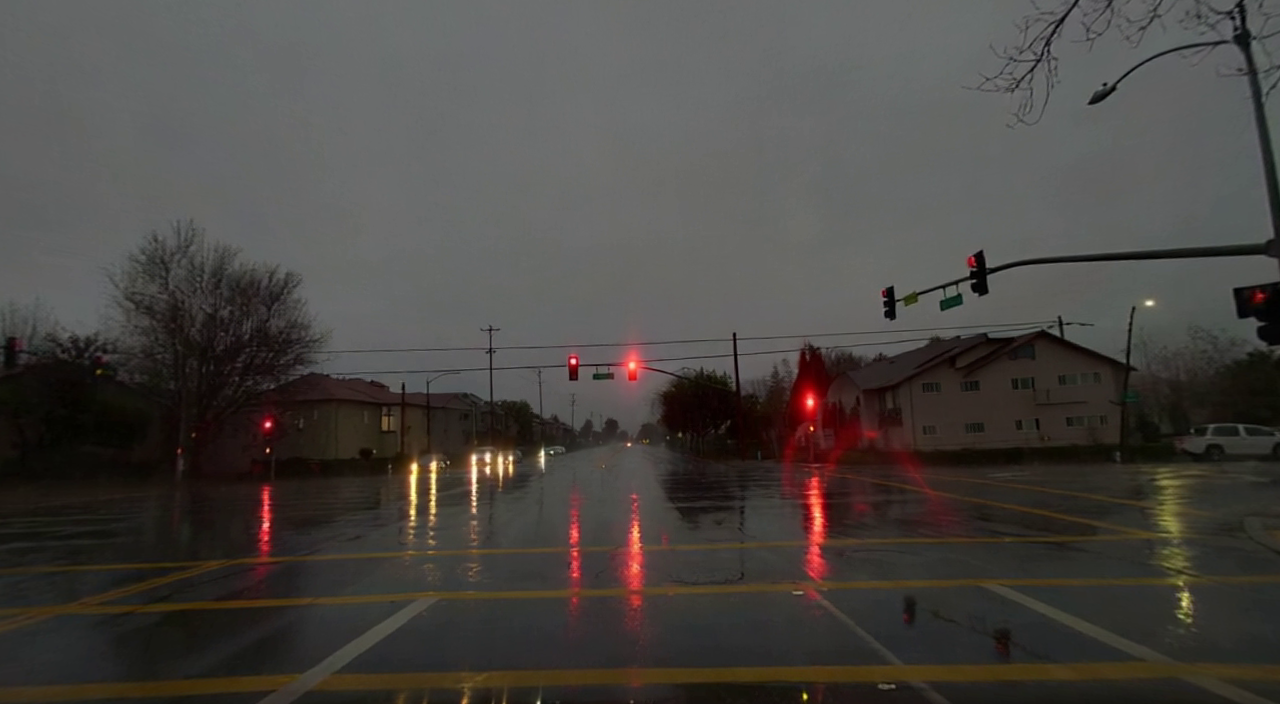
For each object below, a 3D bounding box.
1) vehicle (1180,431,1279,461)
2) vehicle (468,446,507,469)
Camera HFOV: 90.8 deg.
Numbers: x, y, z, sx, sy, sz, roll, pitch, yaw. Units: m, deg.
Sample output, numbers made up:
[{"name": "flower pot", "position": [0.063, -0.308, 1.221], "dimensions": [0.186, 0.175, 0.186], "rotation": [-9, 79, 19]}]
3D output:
[{"name": "vehicle", "position": [31.287, 4.892, 33.046], "dimensions": [4.318, 1.488, 1.870], "rotation": [0, -9, -1]}, {"name": "vehicle", "position": [-10.738, 7.460, 44.755], "dimensions": [1.881, 1.509, 3.377], "rotation": [0, -9, 1]}]
